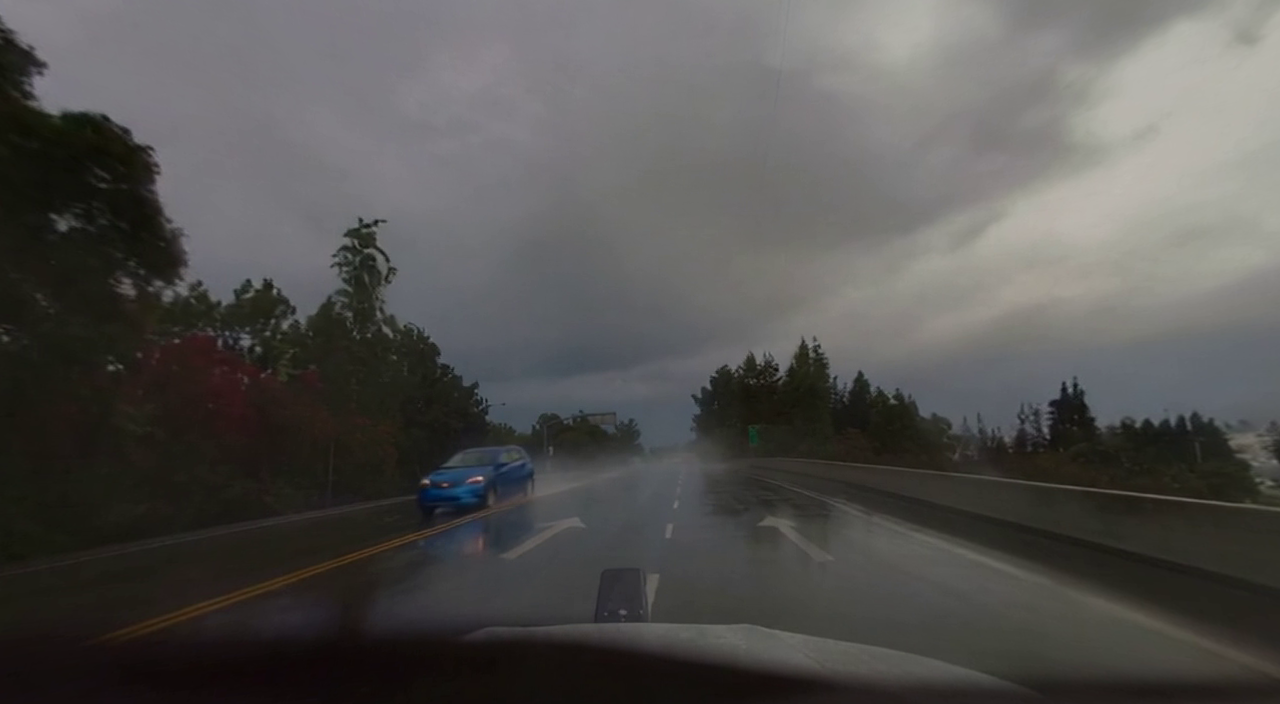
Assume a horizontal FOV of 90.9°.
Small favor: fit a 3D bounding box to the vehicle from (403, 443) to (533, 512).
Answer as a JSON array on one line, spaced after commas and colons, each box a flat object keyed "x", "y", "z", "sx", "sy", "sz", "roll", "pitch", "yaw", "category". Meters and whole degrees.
[{"x": -4.644, "y": 3.458, "z": 17.845, "sx": 2.095, "sy": 1.678, "sz": 4.421, "roll": -1, "pitch": -9, "yaw": 5, "category": "vehicle"}]
